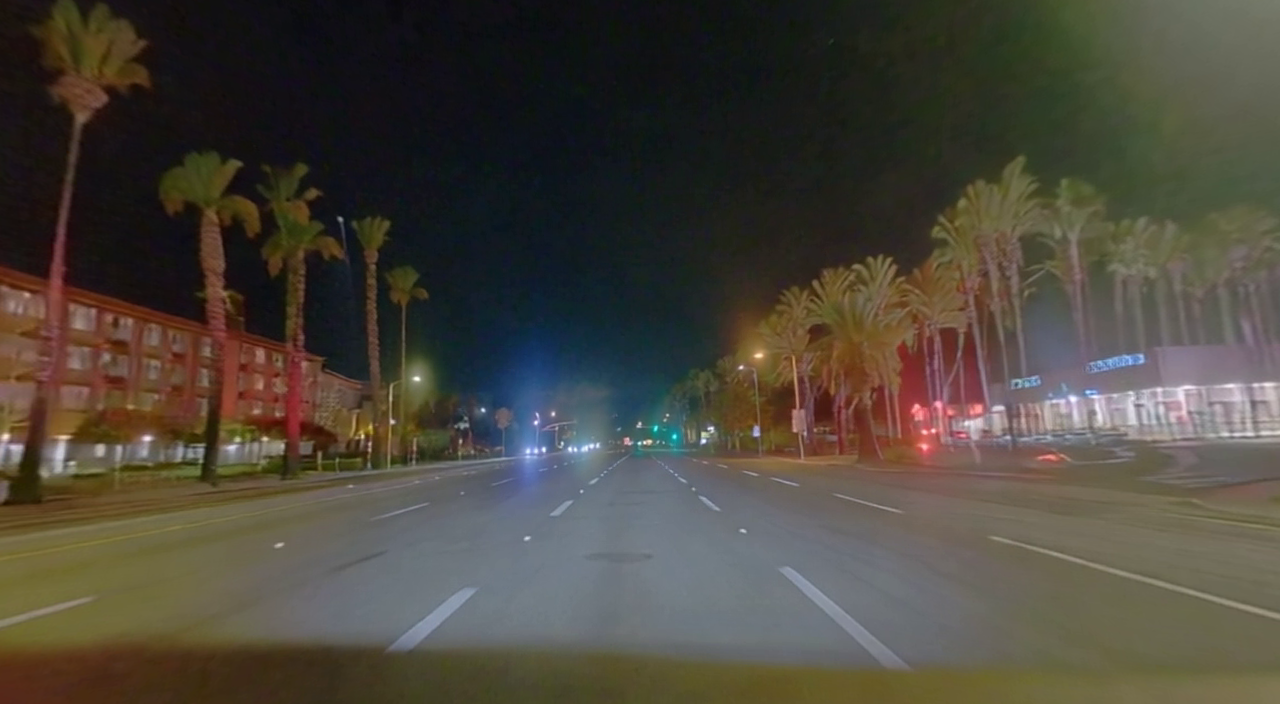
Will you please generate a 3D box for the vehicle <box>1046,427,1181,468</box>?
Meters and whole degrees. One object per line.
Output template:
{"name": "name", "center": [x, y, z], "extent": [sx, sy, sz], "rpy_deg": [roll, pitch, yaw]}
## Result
{"name": "vehicle", "center": [21.534, 4.357, 28.871], "extent": [4.620, 1.475, 1.904], "rpy_deg": [-3, -8, -3]}
